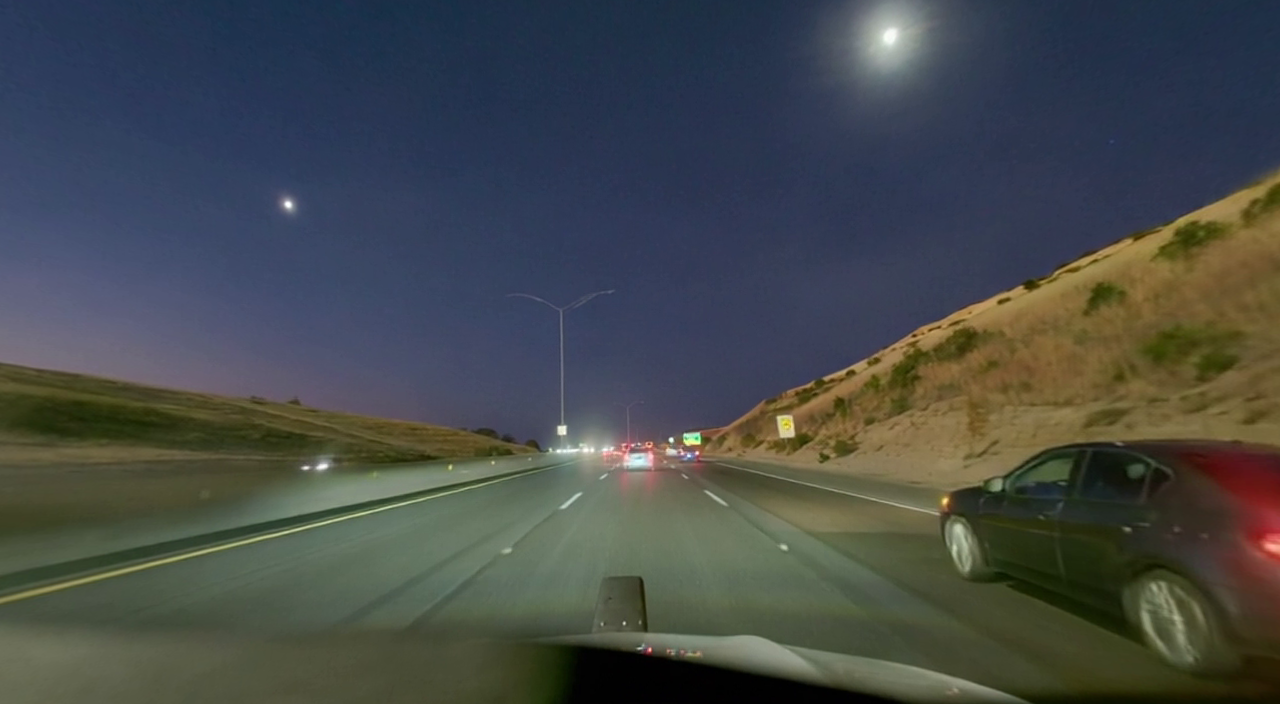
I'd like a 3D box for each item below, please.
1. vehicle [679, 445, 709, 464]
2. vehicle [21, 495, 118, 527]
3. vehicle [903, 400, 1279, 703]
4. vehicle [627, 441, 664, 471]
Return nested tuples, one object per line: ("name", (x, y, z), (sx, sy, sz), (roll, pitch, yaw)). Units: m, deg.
("vehicle", (4.083, 7.873, 48.450), (1.976, 1.352, 3.602), (0, -8, -1))
("vehicle", (-38.890, 10.816, 43.201), (1.930, 1.634, 5.099), (0, -8, 0))
("vehicle", (3.788, 1.196, 4.329), (2.020, 1.500, 4.416), (0, -8, 0))
("vehicle", (0.325, 5.888, 36.086), (1.986, 1.576, 4.312), (0, -8, 0))
